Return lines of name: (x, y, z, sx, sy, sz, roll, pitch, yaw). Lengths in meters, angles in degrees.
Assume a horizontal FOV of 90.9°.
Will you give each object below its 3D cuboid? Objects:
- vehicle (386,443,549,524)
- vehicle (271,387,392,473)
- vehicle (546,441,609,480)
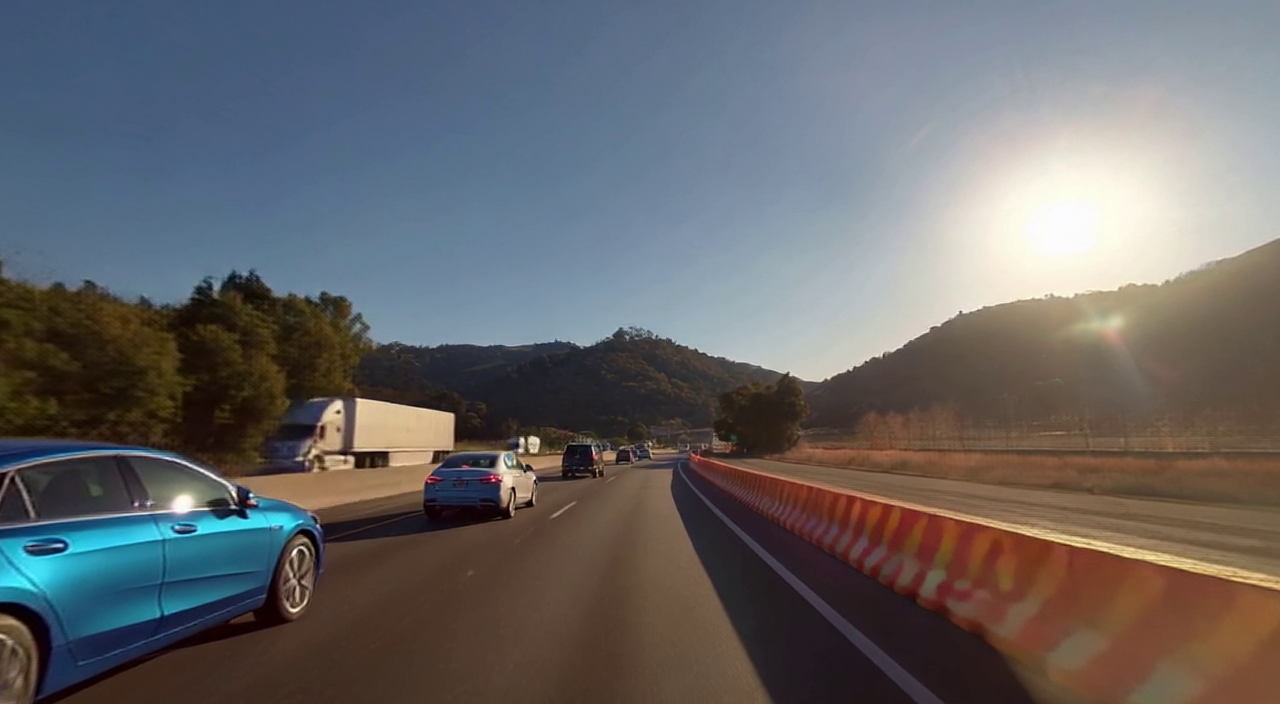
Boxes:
vehicle: (-3.168, 2.508, 12.533, 2.061, 1.330, 3.928, 0, -9, 1)
vehicle: (-16.549, 4.329, 34.442, 3.005, 4.223, 6.332, -1, -9, 2)
vehicle: (-2.539, 4.569, 26.729, 2.094, 1.480, 4.124, 0, -9, 2)
